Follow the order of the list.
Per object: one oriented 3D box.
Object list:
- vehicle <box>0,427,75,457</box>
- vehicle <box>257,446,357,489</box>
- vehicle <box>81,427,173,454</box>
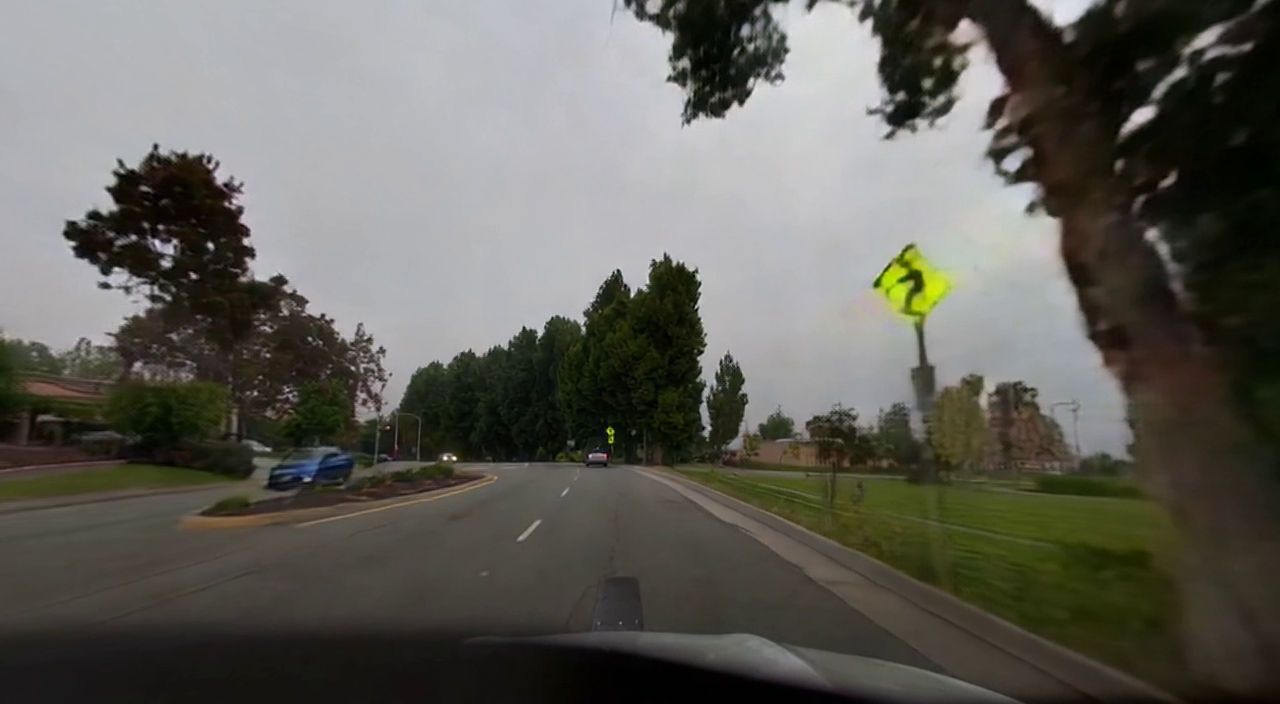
[{"bbox_3d":[-35.237,5.218,36.476,4.083,1.464,1.747,-2,-16,16],"label":"vehicle"},{"bbox_3d":[-12.792,4.423,24.582,1.793,1.486,4.048,0,-9,-2],"label":"vehicle"},{"bbox_3d":[-34.007,5.921,41.907,4.506,1.654,2.239,-3,-10,12],"label":"vehicle"}]
